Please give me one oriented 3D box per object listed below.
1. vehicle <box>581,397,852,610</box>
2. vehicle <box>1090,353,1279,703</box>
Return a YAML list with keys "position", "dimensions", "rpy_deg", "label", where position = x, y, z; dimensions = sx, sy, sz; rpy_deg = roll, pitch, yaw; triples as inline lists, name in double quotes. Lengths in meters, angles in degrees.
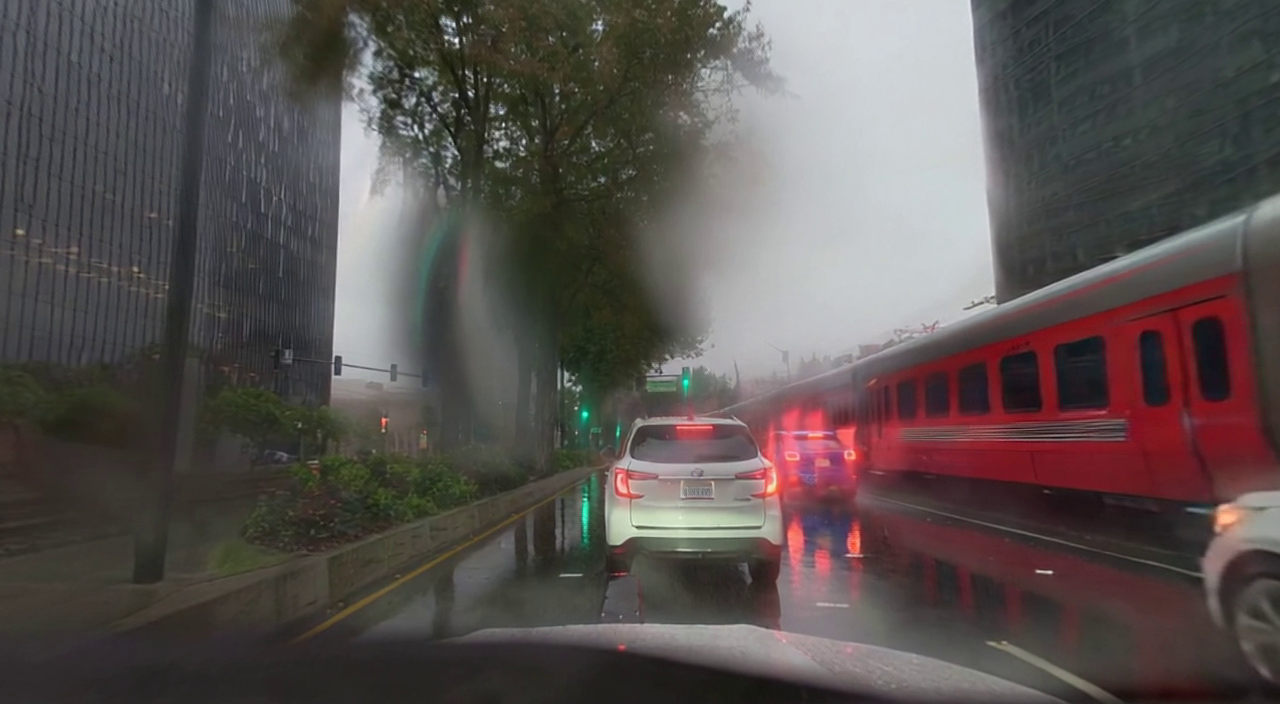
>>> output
- position: [0.508, 1.519, 7.169]
  dimensions: [2.190, 1.684, 4.084]
  rpy_deg: [0, -9, -3]
  label: "vehicle"
- position: [4.224, 0.691, 1.745]
  dimensions: [2.165, 1.760, 5.064]
  rpy_deg: [0, -9, 0]
  label: "vehicle"
